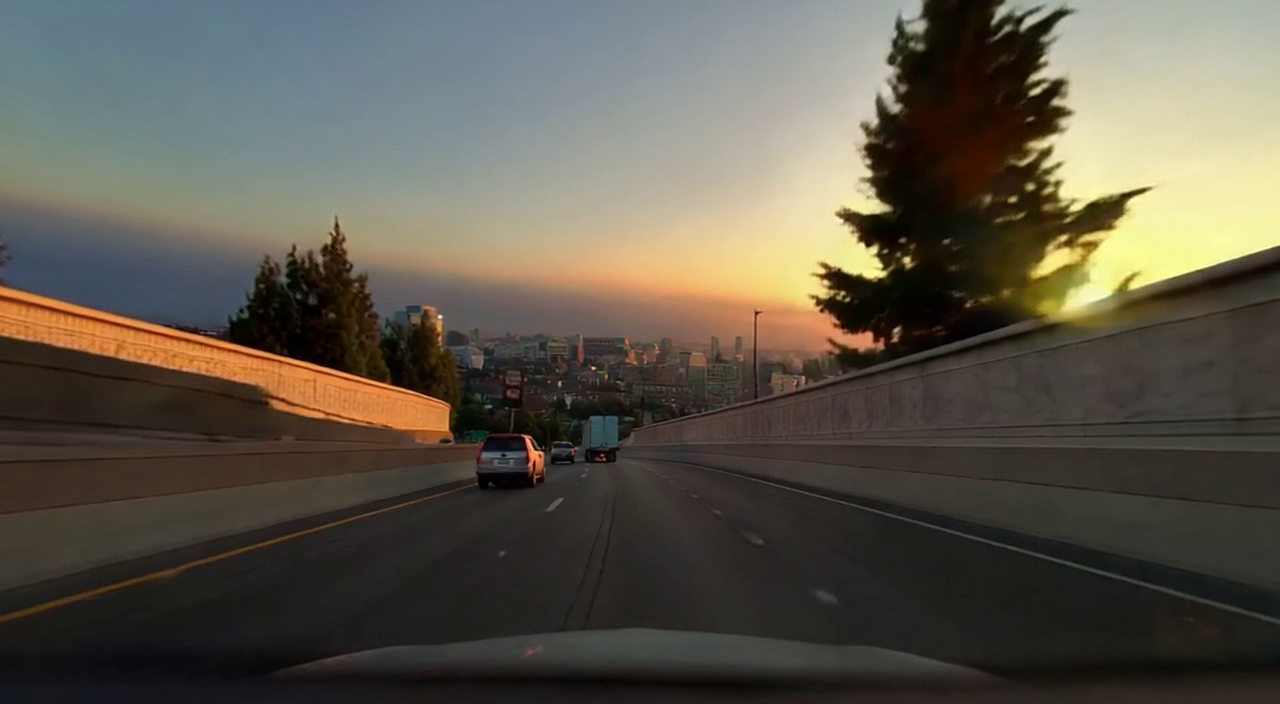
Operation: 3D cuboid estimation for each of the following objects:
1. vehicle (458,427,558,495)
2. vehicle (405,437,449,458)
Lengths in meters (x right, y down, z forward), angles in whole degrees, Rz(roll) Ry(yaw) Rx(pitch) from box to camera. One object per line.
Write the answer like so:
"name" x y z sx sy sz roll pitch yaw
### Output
"vehicle" -3.688 3.149 18.528 2.041 1.734 4.391 0 -9 -1
"vehicle" -15.539 7.004 46.231 1.953 1.501 4.268 1 -9 -3
